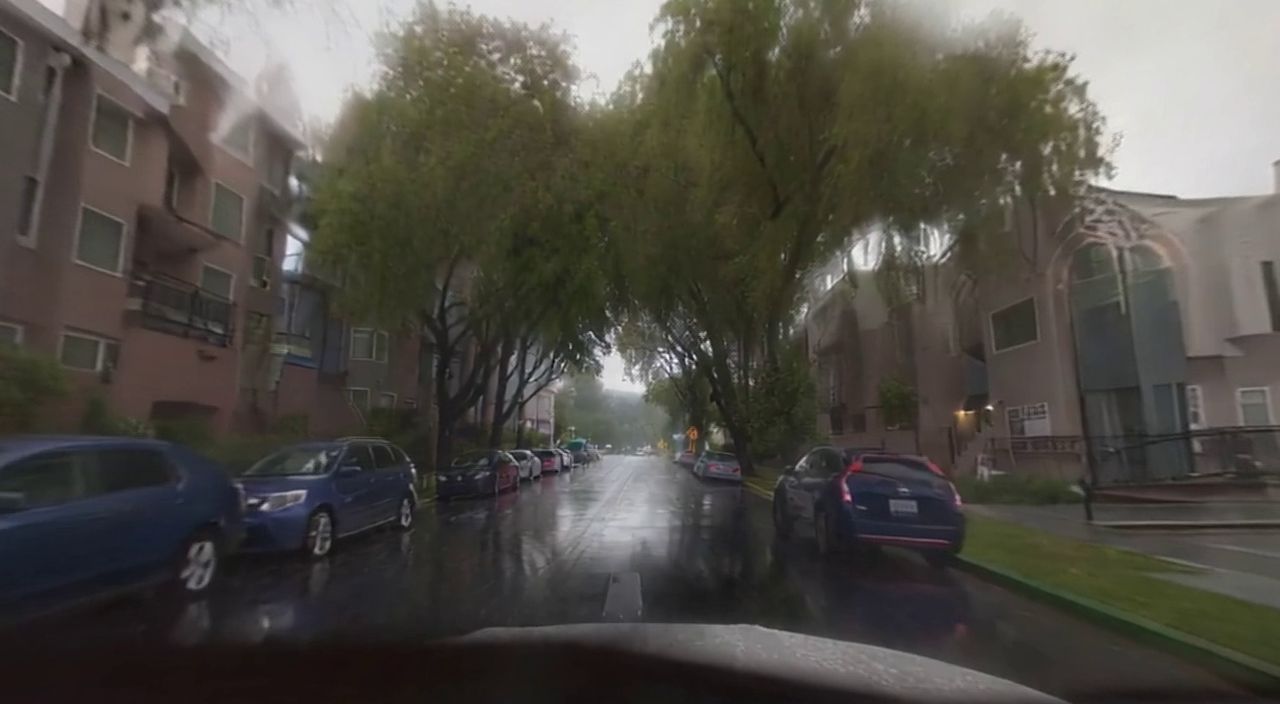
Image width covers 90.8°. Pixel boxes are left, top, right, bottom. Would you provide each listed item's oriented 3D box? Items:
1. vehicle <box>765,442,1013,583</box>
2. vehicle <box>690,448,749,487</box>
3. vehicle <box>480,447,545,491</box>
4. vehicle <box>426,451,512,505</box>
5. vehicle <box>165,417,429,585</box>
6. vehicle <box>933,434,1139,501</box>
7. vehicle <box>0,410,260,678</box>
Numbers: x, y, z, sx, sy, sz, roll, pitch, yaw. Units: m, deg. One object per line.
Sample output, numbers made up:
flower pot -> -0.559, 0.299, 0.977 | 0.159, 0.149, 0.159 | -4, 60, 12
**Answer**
vehicle -> 3.104, 2.042, 8.897 | 1.903, 1.512, 3.900 | 0, -8, 0
vehicle -> 3.288, 4.855, 26.910 | 1.835, 1.490, 4.134 | 0, -8, -2
vehicle -> -4.975, 4.601, 25.167 | 1.782, 1.585, 3.962 | 0, -8, 0
vehicle -> -5.289, 3.910, 20.018 | 1.722, 1.491, 3.431 | 0, -8, 1
vehicle -> -5.339, 2.215, 10.703 | 1.947, 1.833, 4.606 | -2, -2, 0
vehicle -> 10.120, 2.963, 16.410 | 4.001, 1.594, 1.914 | 0, -8, 1
vehicle -> -5.344, 1.396, 4.744 | 1.934, 1.810, 4.687 | -1, -9, 2
